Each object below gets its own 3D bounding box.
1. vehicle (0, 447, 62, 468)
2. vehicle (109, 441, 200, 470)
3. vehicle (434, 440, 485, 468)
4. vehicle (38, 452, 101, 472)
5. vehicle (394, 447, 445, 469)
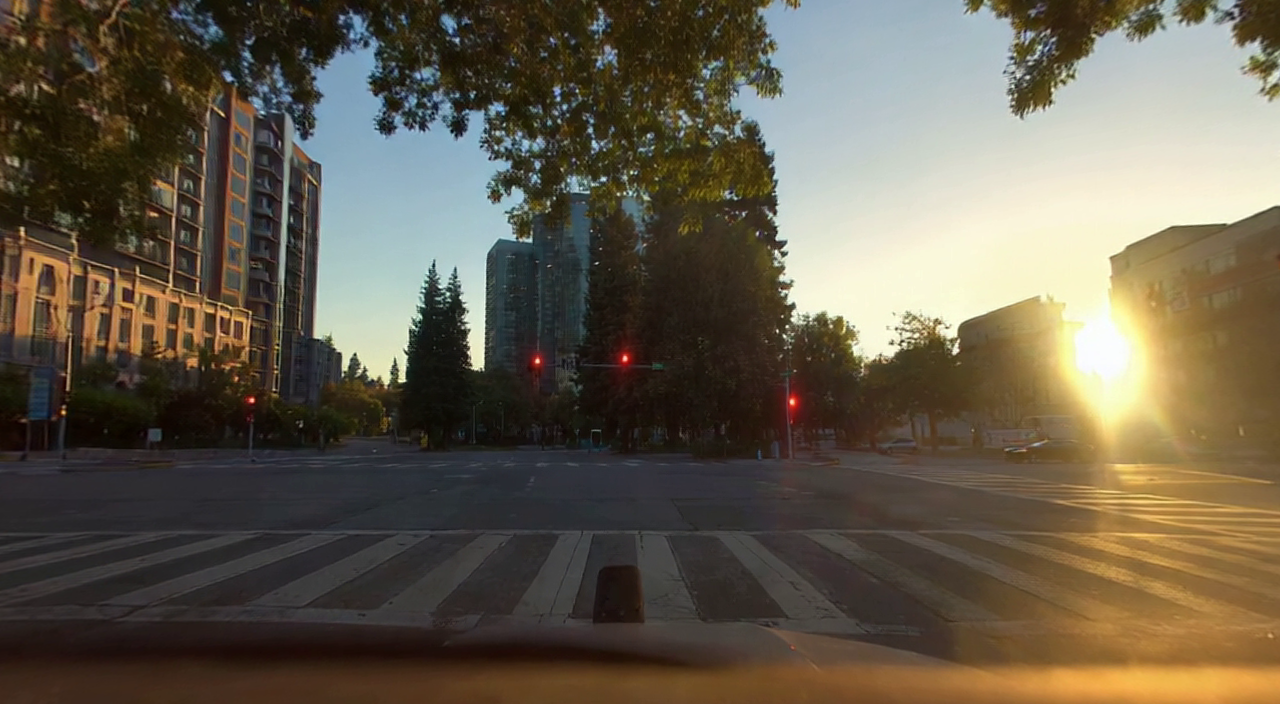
[{"bbox_3d":[-45.300,7.764,46.560,1.858,1.467,3.624,0,-8,0],"label":"vehicle"},{"bbox_3d":[-34.956,7.427,45.710,2.204,1.955,5.518,0,-8,0],"label":"vehicle"},{"bbox_3d":[-12.000,6.803,42.311,2.080,1.763,4.341,0,-8,0],"label":"vehicle"},{"bbox_3d":[-41.637,8.019,46.184,1.552,1.339,3.340,-2,-9,-1],"label":"vehicle"},{"bbox_3d":[-15.558,7.453,44.795,2.056,1.450,4.343,0,-8,0],"label":"vehicle"}]
